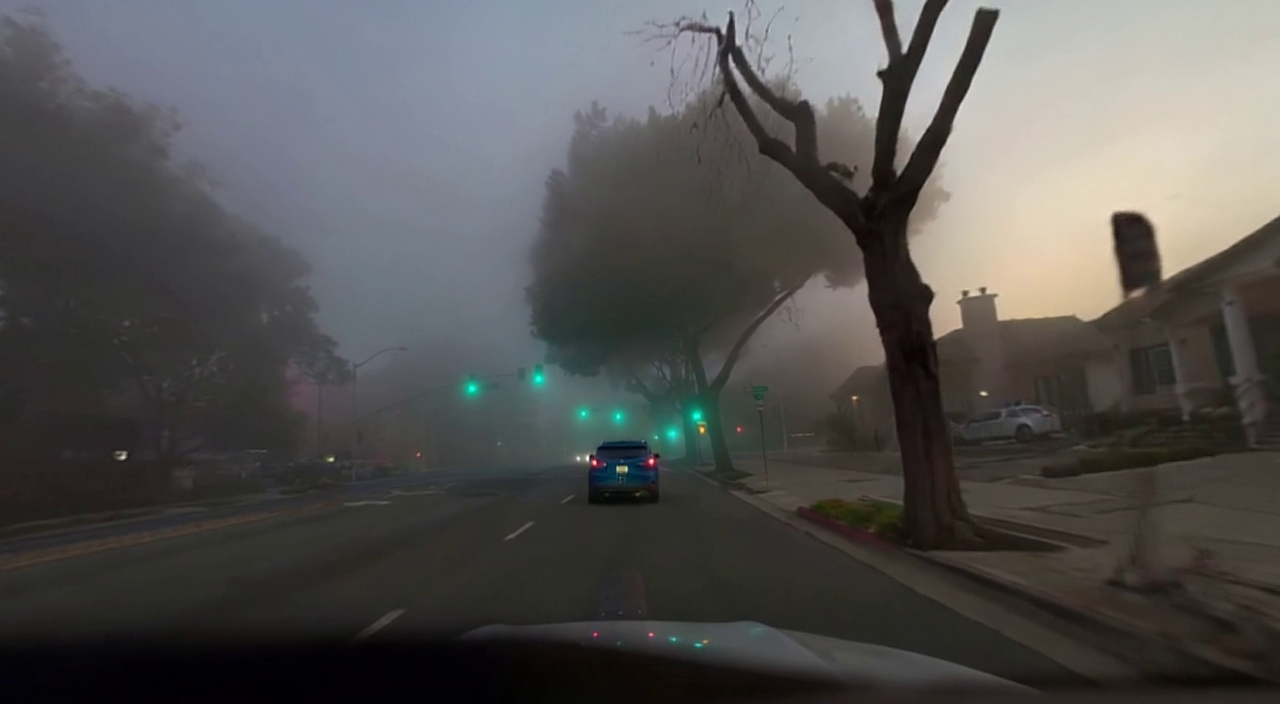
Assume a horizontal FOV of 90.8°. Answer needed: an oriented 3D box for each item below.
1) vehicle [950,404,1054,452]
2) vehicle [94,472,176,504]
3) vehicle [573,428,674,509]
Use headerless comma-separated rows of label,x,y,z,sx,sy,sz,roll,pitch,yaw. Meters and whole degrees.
vehicle,16.393,3.559,29.004,2.039,1.990,5.111,-1,-9,5
vehicle,-28.537,7.672,35.878,1.771,1.435,4.144,-7,-9,-9
vehicle,-0.394,2.775,15.458,2.136,1.703,3.910,0,-9,-1
